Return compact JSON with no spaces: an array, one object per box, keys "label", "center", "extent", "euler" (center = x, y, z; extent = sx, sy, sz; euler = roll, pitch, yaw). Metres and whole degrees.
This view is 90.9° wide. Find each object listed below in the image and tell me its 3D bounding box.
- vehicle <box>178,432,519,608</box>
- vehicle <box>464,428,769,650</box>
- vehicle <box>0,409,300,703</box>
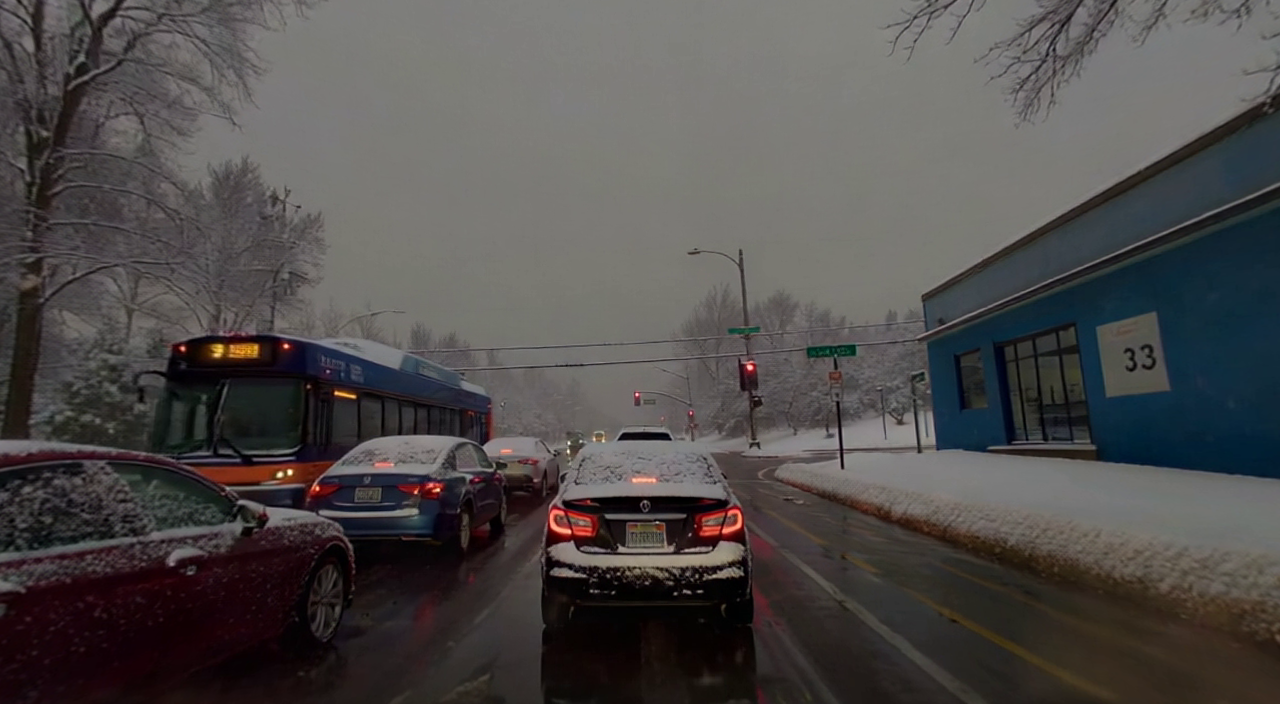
[{"label":"vehicle","center":[-2.920,1.757,7.632],"extent":[1.944,1.481,4.385],"euler":[0,-8,1]},{"label":"vehicle","center":[-0.143,1.529,6.162],"extent":[2.031,1.461,3.763],"euler":[0,-8,0]},{"label":"vehicle","center":[-3.172,0.883,1.731],"extent":[1.867,1.486,4.452],"euler":[0,-8,2]}]
